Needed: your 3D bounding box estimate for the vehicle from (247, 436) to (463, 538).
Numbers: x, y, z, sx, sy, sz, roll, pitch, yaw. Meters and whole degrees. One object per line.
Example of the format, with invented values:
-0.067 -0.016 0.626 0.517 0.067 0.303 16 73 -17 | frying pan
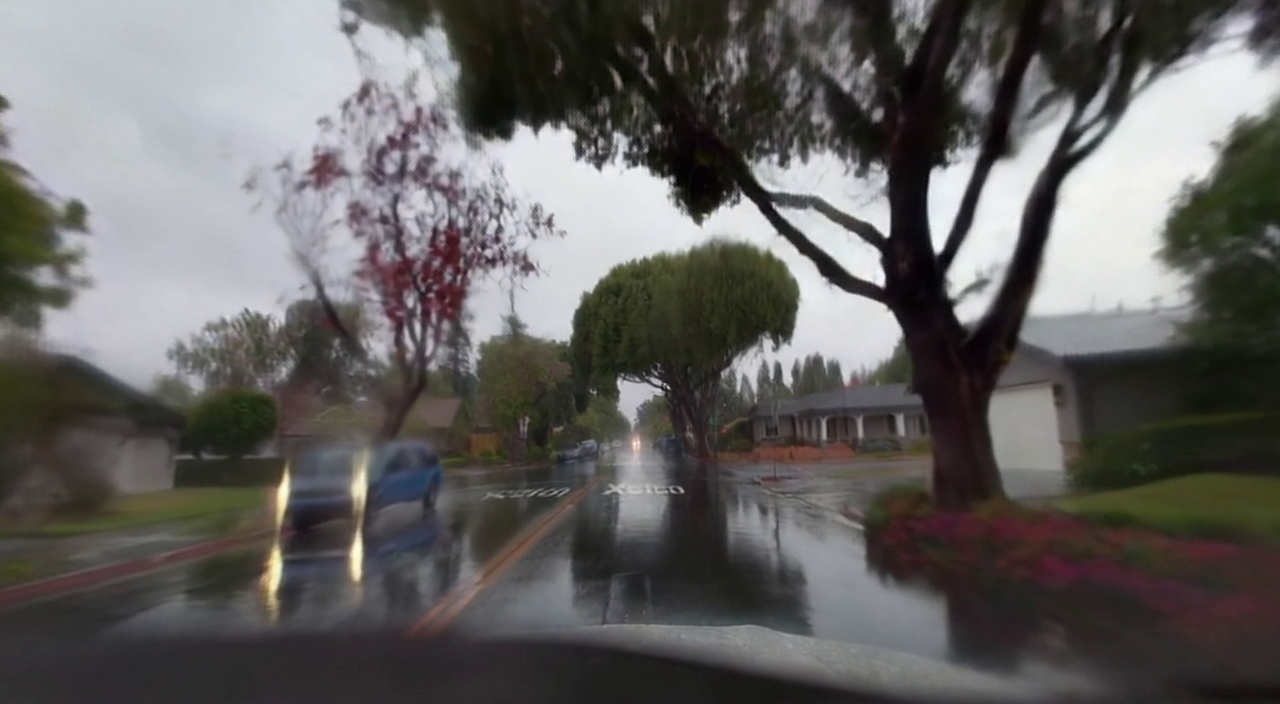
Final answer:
-5.096 2.441 12.148 2.038 1.571 4.524 0 -8 0 | vehicle
